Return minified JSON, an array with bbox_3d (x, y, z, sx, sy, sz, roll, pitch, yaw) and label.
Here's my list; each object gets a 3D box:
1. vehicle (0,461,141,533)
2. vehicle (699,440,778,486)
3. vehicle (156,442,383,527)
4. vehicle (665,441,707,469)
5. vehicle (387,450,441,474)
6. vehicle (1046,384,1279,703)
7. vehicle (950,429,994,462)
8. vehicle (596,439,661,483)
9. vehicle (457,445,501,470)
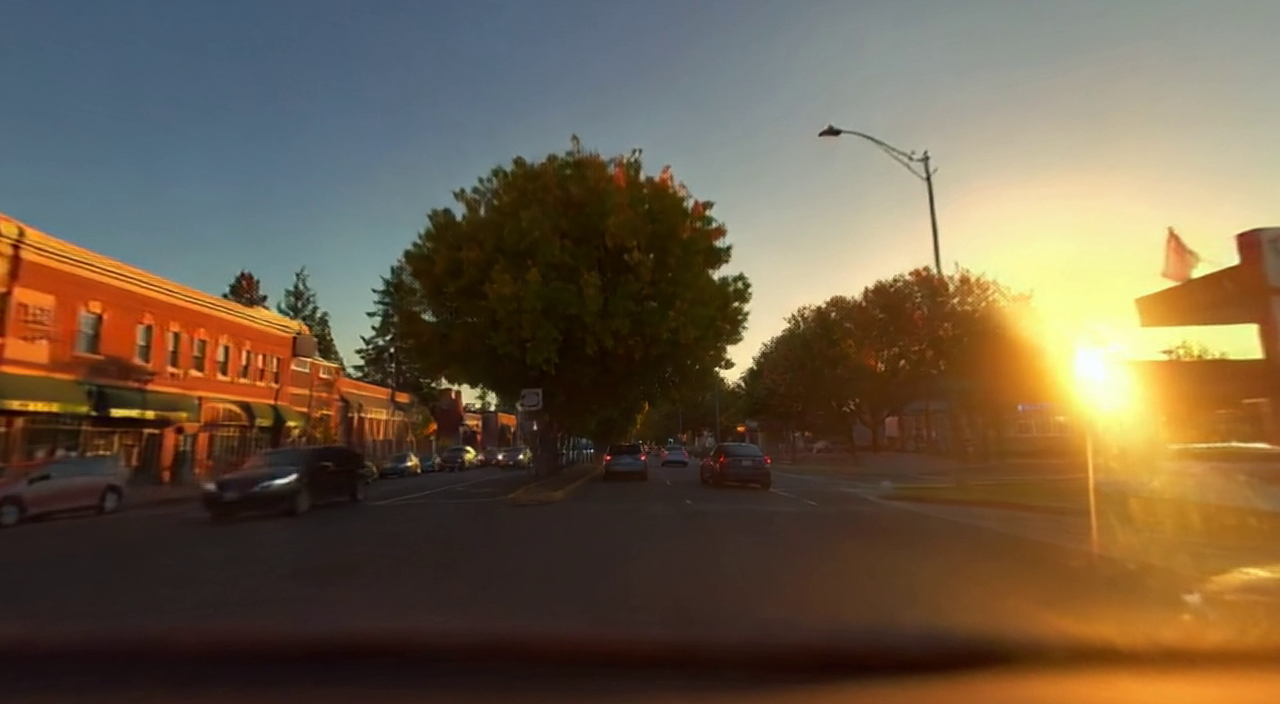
[{"bbox_3d":[-14.971,3.426,15.277,2.007,1.463,4.792,0,-9,-1],"label":"vehicle"},{"bbox_3d":[3.388,3.911,22.603,2.060,1.471,4.168,0,-9,-1],"label":"vehicle"},{"bbox_3d":[-7.860,2.822,14.191,2.240,1.550,4.760,0,-9,0],"label":"vehicle"},{"bbox_3d":[2.718,6.181,38.170,2.098,1.527,3.966,0,-9,-2],"label":"vehicle"},{"bbox_3d":[-15.475,7.551,43.562,1.842,1.509,4.881,-1,-9,1],"label":"vehicle"},{"bbox_3d":[3.101,0.676,0.823,2.097,1.502,4.470,0,-9,-1],"label":"vehicle"},{"bbox_3d":[18.598,5.228,35.488,1.937,1.691,4.746,-5,-10,26],"label":"vehicle"},{"bbox_3d":[-0.429,4.093,24.112,2.232,1.508,4.319,0,-9,-1],"label":"vehicle"},{"bbox_3d":[-11.306,7.439,44.721,1.997,1.677,4.327,0,-9,-1],"label":"vehicle"}]
